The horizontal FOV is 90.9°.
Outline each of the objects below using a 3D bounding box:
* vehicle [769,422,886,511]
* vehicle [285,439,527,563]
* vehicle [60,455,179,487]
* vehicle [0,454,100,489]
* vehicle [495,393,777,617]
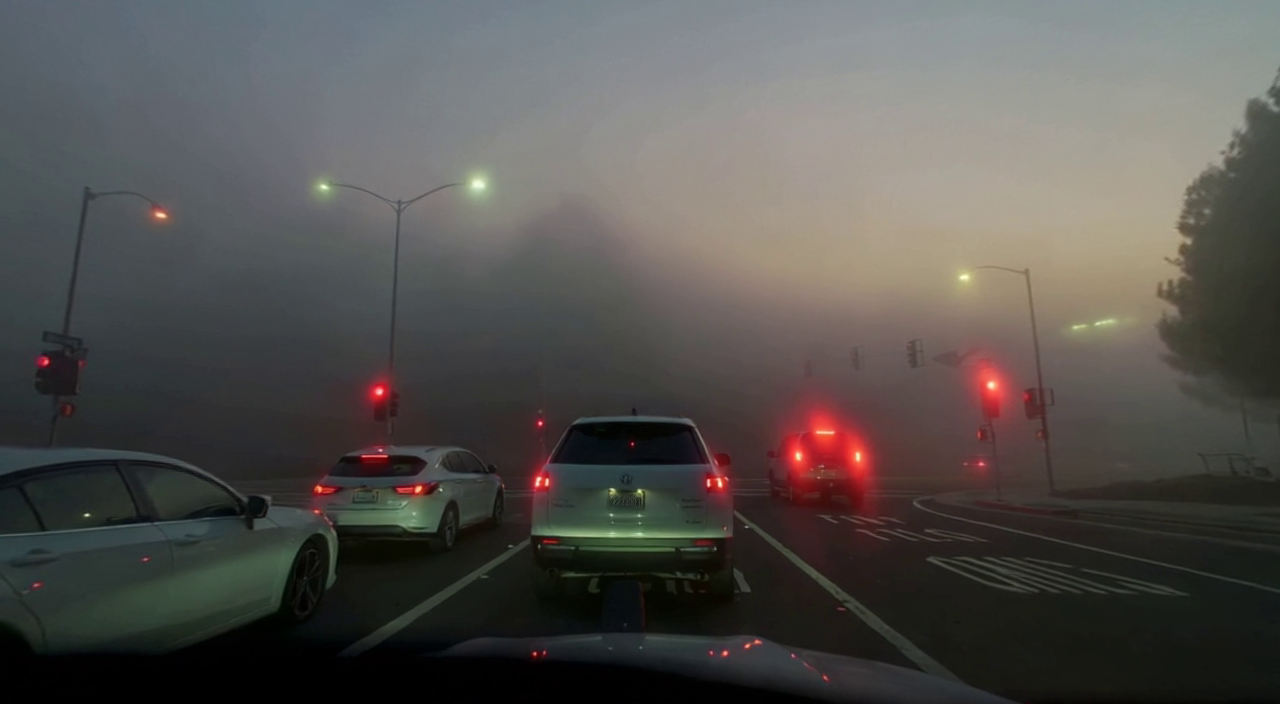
[{"bbox_3d":[4.815,2.999,16.907,2.084,2.053,4.073,-1,-8,4],"label":"vehicle"},{"bbox_3d":[-3.190,2.097,9.760,1.913,1.453,4.413,0,-8,2],"label":"vehicle"},{"bbox_3d":[-25.991,5.946,31.609,4.140,1.444,1.742,2,-9,-15],"label":"vehicle"},{"bbox_3d":[-27.028,5.279,27.963,4.198,1.444,1.765,2,-9,-15],"label":"vehicle"},{"bbox_3d":[-0.025,1.518,7.173,2.203,1.757,4.286,0,-8,0],"label":"vehicle"}]
